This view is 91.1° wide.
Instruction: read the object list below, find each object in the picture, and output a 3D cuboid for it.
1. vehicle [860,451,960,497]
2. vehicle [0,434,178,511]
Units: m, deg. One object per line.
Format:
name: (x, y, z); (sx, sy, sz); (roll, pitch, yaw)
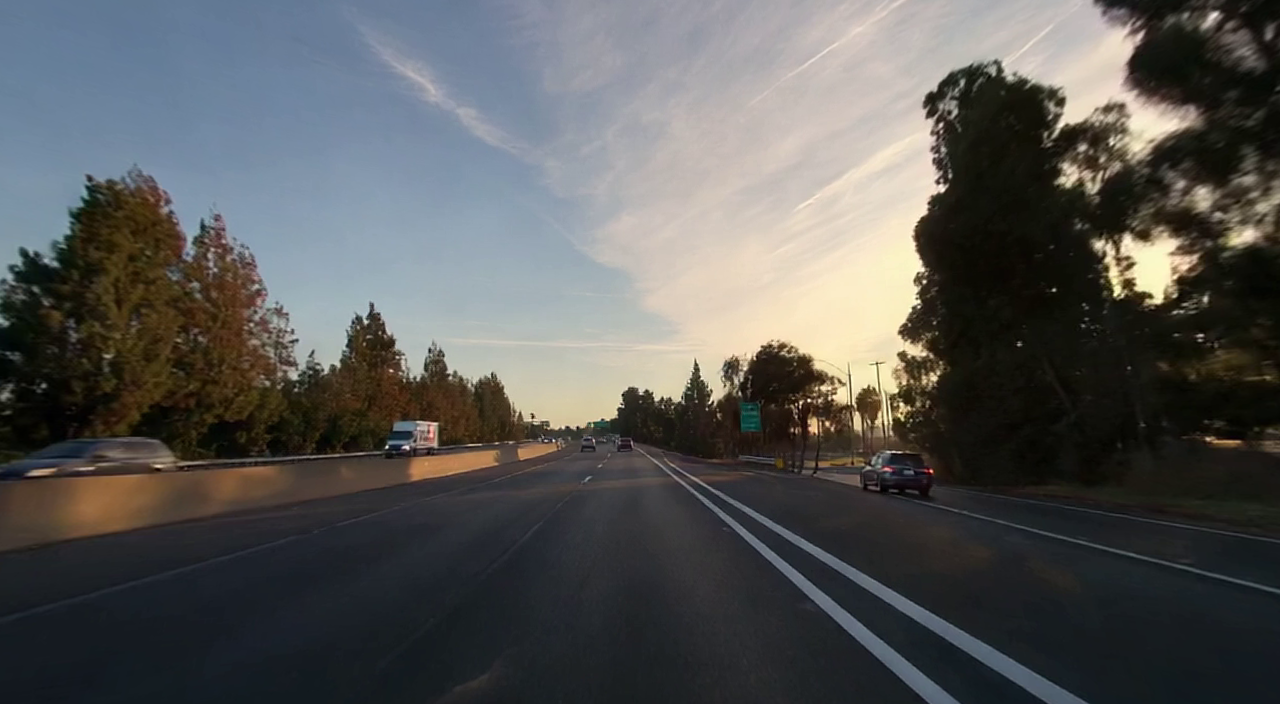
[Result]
vehicle: (9.997, 4.515, 23.723); (2.037, 1.487, 4.962); (1, -9, 6)
vehicle: (-13.350, 2.658, 14.389); (2.027, 1.464, 4.568); (0, -8, 0)
